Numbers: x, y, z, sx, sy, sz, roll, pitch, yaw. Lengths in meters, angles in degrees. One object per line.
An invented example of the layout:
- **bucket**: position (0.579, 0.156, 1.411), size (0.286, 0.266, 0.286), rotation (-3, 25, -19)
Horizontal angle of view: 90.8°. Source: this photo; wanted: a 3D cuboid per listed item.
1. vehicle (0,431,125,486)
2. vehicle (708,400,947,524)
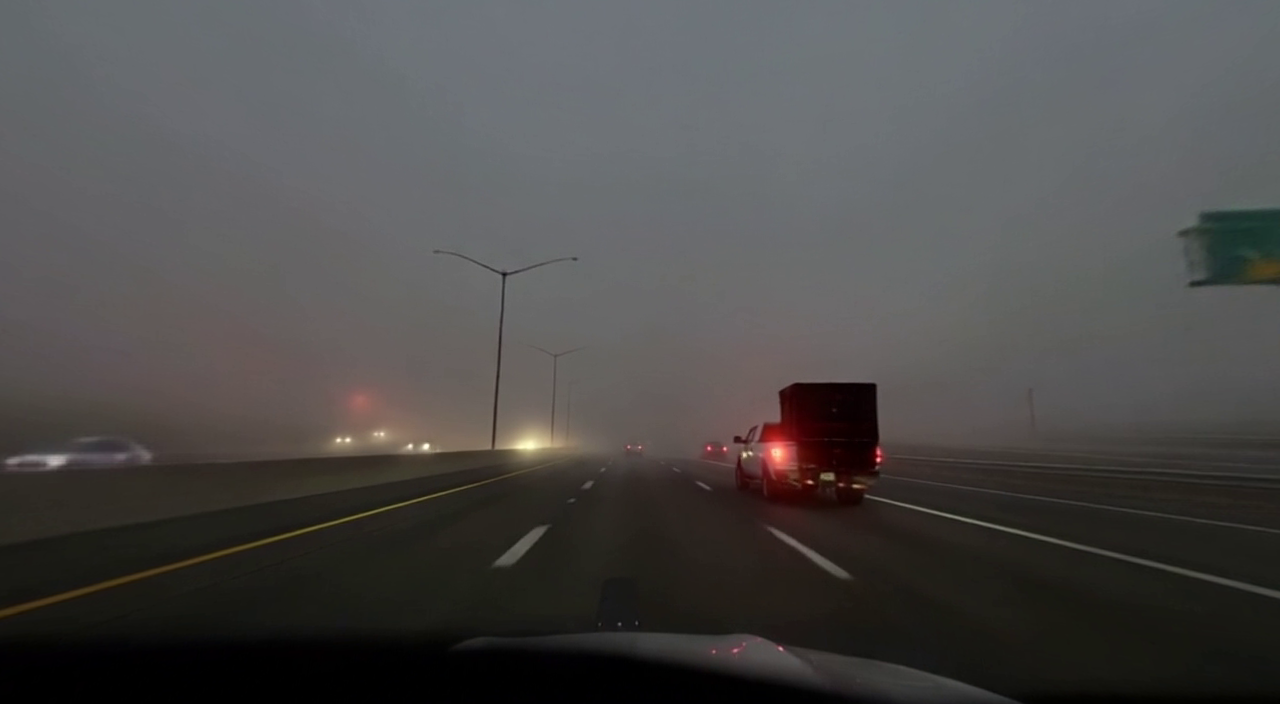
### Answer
- **vehicle**: position (-21.580, 3.779, 22.792), size (2.044, 1.751, 4.667), rotation (1, -8, -1)
- **vehicle**: position (3.577, 2.419, 14.580), size (2.981, 2.053, 7.897), rotation (1, -8, -1)
